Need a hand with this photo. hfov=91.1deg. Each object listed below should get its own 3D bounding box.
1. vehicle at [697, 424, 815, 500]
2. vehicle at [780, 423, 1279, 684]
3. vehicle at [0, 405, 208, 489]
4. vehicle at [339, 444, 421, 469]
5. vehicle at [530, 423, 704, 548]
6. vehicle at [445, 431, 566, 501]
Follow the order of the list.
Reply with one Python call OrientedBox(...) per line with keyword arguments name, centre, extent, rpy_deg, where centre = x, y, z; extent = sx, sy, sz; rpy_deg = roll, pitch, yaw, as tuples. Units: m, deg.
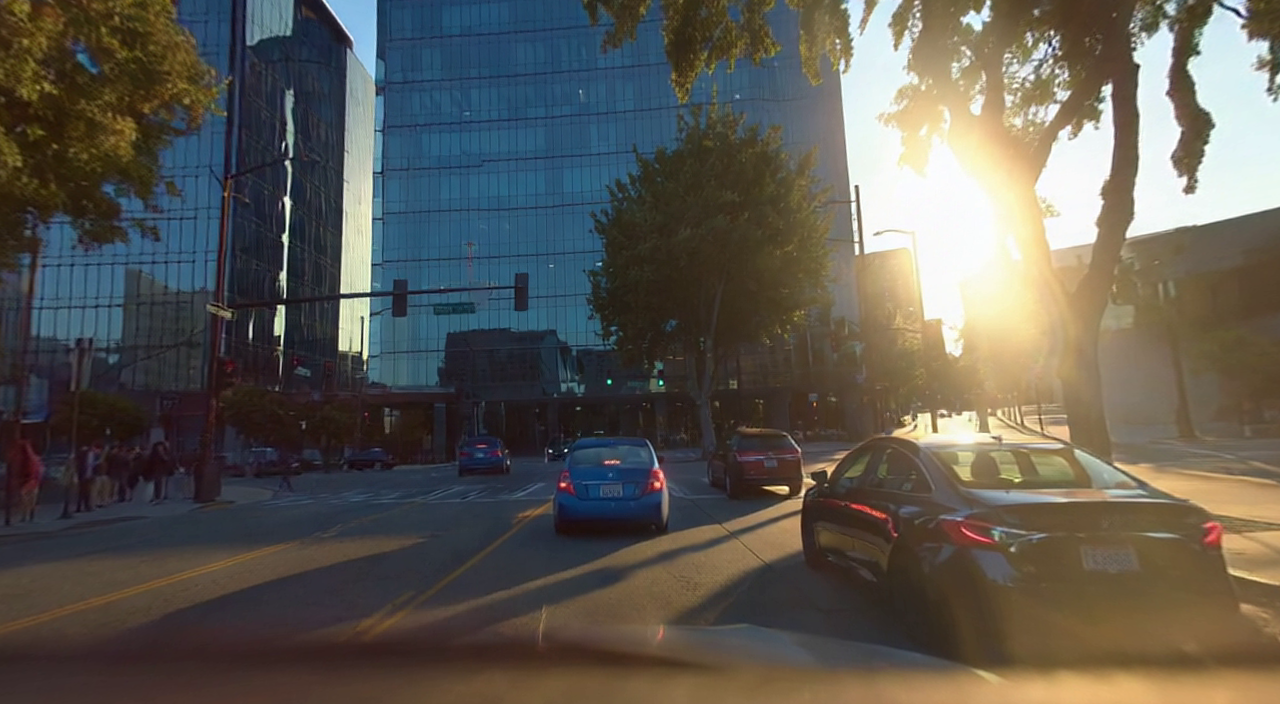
OrientedBox(name="vehicle", centre=(2.875, 2.865, 16.725), extent=(2.234, 1.723, 4.486), rpy_deg=(0, -8, -1))
OrientedBox(name="vehicle", centre=(2.754, 1.453, 5.714), extent=(1.952, 1.464, 4.165), rpy_deg=(0, -8, -1))
OrientedBox(name="vehicle", centre=(-25.629, 4.361, 28.913), extent=(8.989, 3.623, 2.884), rpy_deg=(0, -8, -2))
OrientedBox(name="vehicle", centre=(-15.866, 6.338, 38.255), extent=(4.531, 1.427, 1.957), rpy_deg=(-4, -9, 24))
OrientedBox(name="vehicle", centre=(-0.315, 1.904, 9.632), extent=(2.072, 1.476, 4.078), rpy_deg=(0, -8, -1))
OrientedBox(name="vehicle", centre=(-3.240, 2.844, 16.085), extent=(2.068, 1.513, 4.221), rpy_deg=(0, -8, 1))
